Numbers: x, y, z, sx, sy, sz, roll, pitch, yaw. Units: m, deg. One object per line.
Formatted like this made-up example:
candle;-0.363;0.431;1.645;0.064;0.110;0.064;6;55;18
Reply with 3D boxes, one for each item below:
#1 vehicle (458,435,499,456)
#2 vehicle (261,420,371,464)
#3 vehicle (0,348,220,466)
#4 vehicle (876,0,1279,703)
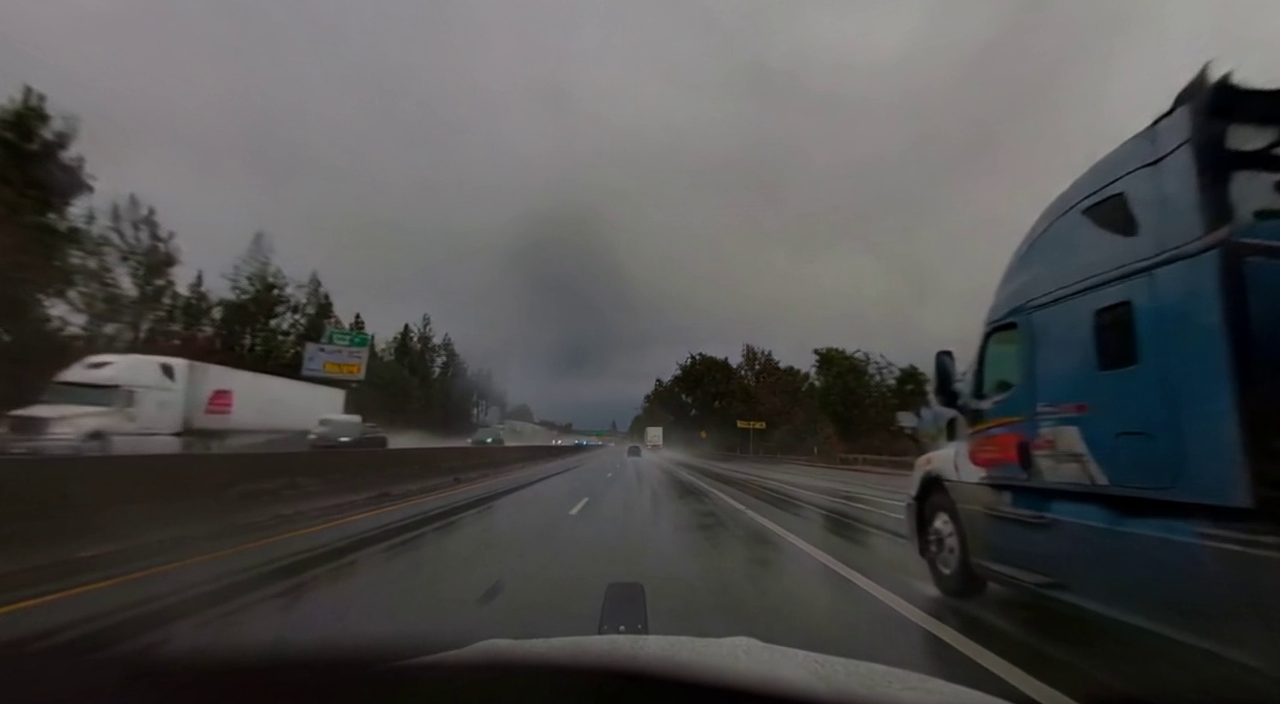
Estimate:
vehicle;-12.210;7.101;47.825;1.881;1.457;4.387;0;-9;1
vehicle;-12.202;3.450;24.103;1.862;1.504;4.333;0;-9;0
vehicle;-19.498;2.240;23.834;2.949;3.933;5.897;0;-9;0
vehicle;4.476;0.048;4.768;3.000;3.889;6.005;0;-9;1
